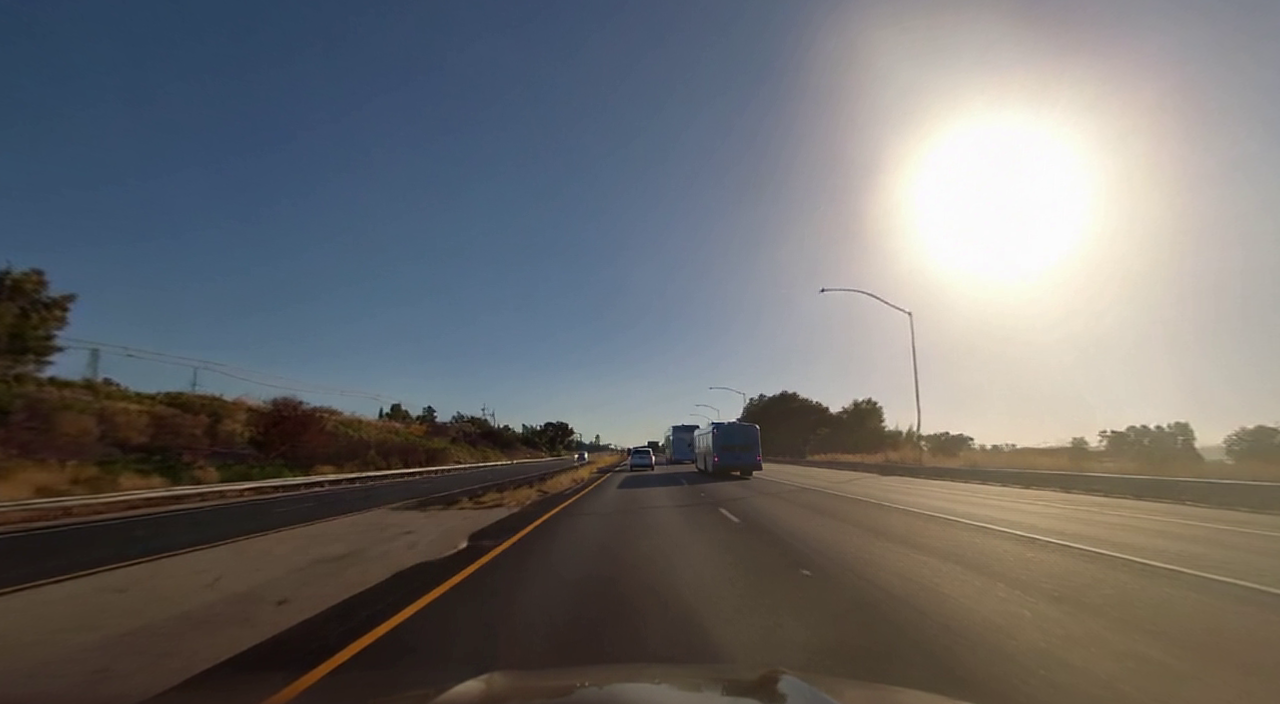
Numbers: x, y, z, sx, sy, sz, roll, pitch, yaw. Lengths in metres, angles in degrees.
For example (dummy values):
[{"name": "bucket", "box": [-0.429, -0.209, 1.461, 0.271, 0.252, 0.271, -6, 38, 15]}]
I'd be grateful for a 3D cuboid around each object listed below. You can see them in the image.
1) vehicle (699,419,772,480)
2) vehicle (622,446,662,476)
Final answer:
[{"name": "vehicle", "box": [4.365, 4.644, 29.951, 2.440, 2.555, 5.957, 0, -9, 0]}, {"name": "vehicle", "box": [0.070, 5.717, 33.192, 2.004, 1.449, 3.817, 0, -9, -1]}]
